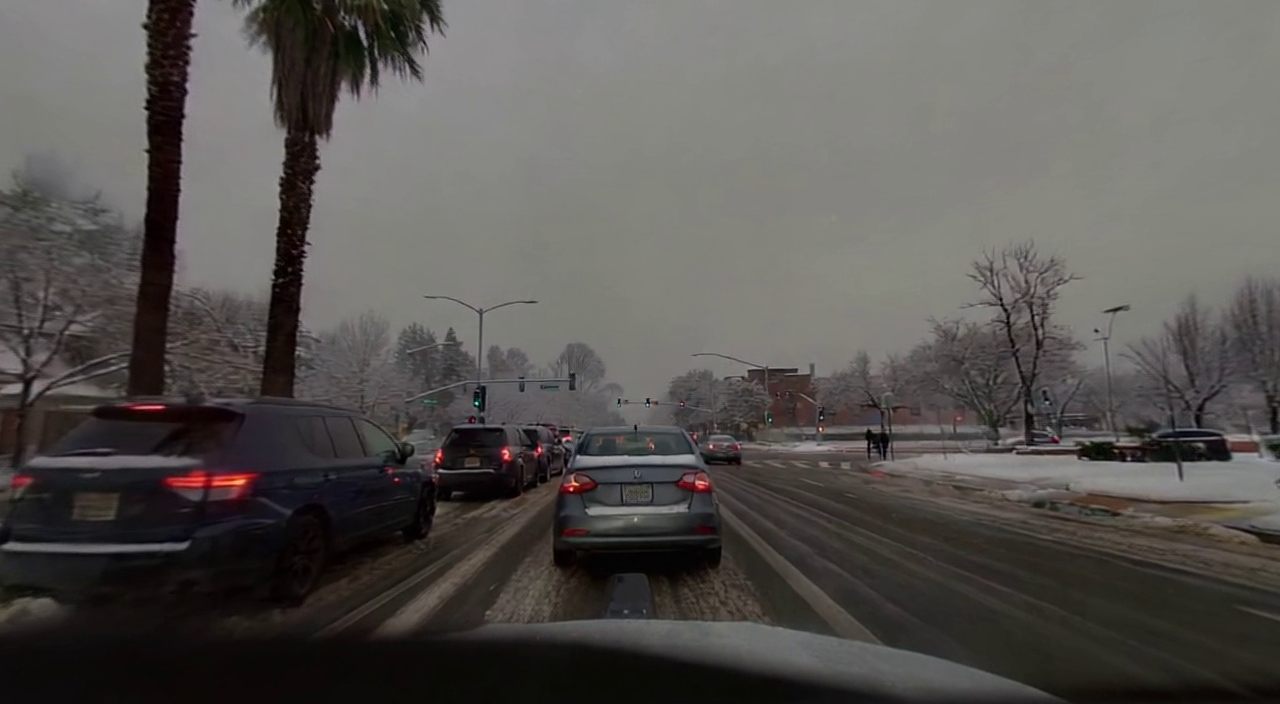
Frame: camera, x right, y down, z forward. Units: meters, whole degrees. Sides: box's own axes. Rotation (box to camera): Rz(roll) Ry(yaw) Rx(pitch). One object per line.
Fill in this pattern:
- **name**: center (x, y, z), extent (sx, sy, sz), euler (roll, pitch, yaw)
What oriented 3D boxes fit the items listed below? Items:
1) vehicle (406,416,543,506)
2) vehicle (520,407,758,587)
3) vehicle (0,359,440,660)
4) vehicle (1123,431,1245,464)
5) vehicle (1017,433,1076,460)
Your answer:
- **vehicle**: center (-3.452, 2.363, 14.000), extent (1.840, 1.684, 4.041), euler (0, -8, 1)
- **vehicle**: center (-0.048, 1.608, 7.821), extent (2.114, 1.585, 4.285), euler (0, -8, -1)
- **vehicle**: center (-3.534, 1.232, 5.928), extent (1.914, 1.741, 4.398), euler (0, -8, -1)
- **vehicle**: center (25.448, 4.479, 29.596), extent (3.914, 1.427, 1.779), euler (-2, -8, 5)
- **vehicle**: center (26.157, 6.108, 40.713), extent (1.882, 1.672, 3.957), euler (-2, -9, 13)
